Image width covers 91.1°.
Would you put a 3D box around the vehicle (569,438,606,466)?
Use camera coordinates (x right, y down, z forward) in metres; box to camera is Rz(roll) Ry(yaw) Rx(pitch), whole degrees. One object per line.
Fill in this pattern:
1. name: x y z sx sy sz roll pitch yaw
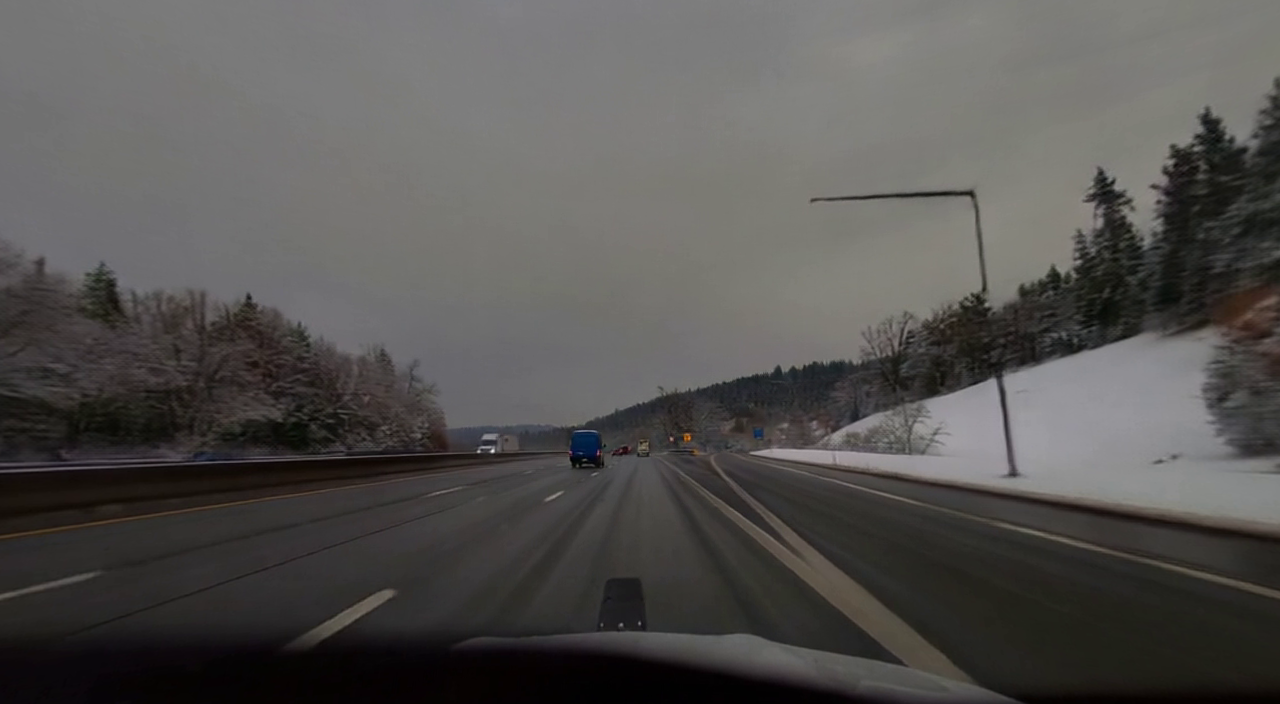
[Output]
1. vehicle: -3.611 7.000 44.027 2.169 1.849 4.639 0 -8 0
